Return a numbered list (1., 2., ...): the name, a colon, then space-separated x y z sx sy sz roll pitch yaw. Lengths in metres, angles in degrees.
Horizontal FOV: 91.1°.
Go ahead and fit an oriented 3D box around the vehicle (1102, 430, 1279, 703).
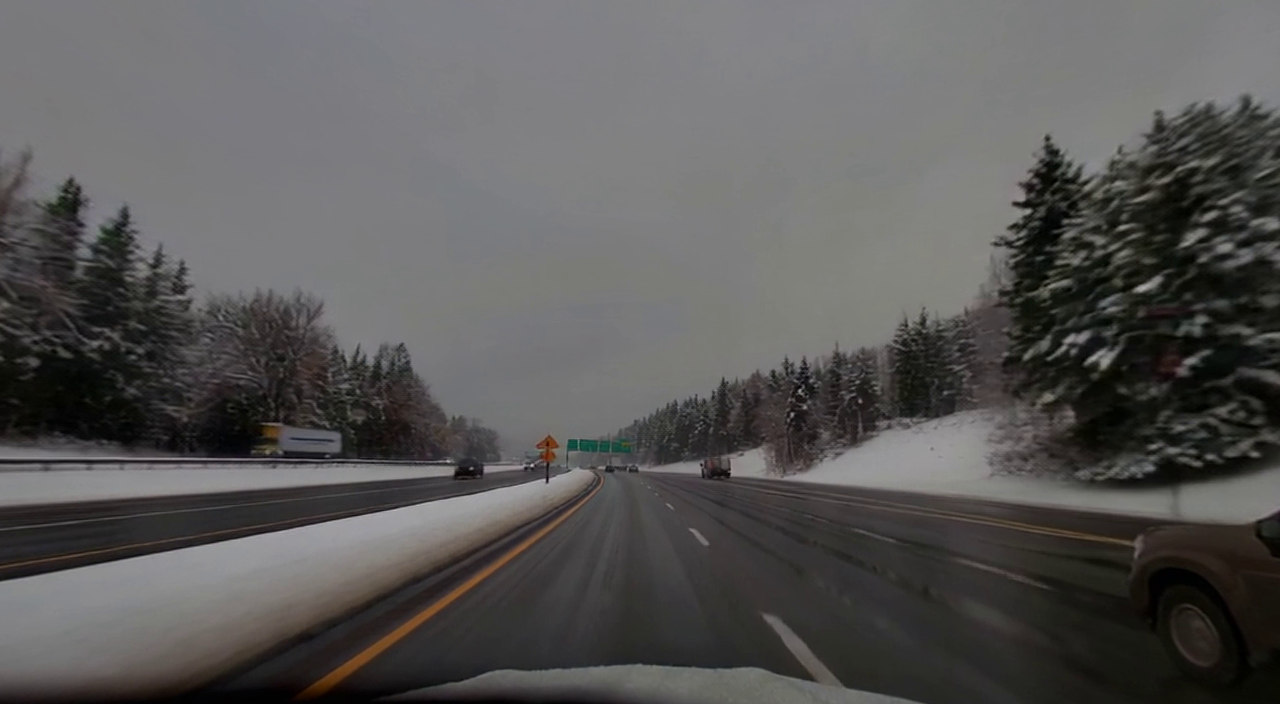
1. vehicle: 4.127 0.938 1.877 1.965 1.502 4.599 1 -10 0
